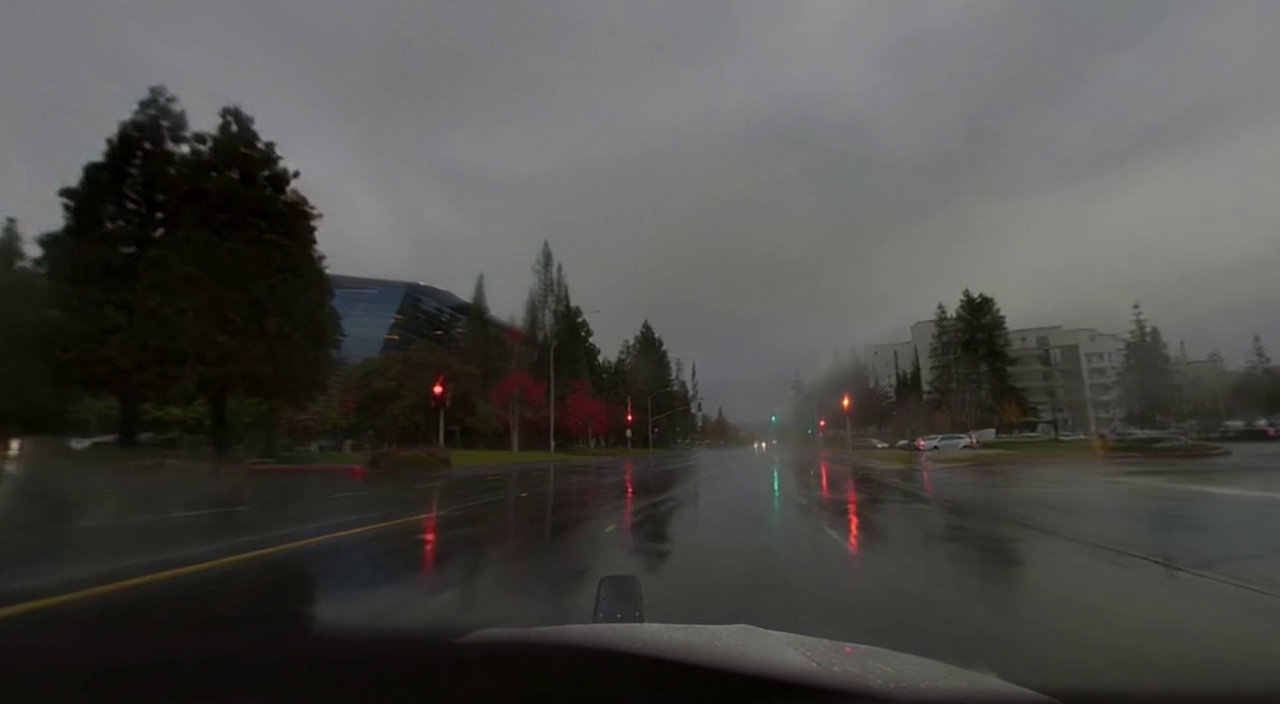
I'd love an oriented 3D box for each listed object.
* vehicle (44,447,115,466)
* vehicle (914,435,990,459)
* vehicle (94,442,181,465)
[{"bbox_3d":[-43.890,8.165,49.673,1.713,1.421,3.799,-2,-9,12],"label":"vehicle"},{"bbox_3d":[21.643,6.611,44.076,4.341,1.479,1.729,-3,-7,13],"label":"vehicle"},{"bbox_3d":[-38.724,7.841,48.949,1.946,1.658,5.042,-2,-9,13],"label":"vehicle"}]
